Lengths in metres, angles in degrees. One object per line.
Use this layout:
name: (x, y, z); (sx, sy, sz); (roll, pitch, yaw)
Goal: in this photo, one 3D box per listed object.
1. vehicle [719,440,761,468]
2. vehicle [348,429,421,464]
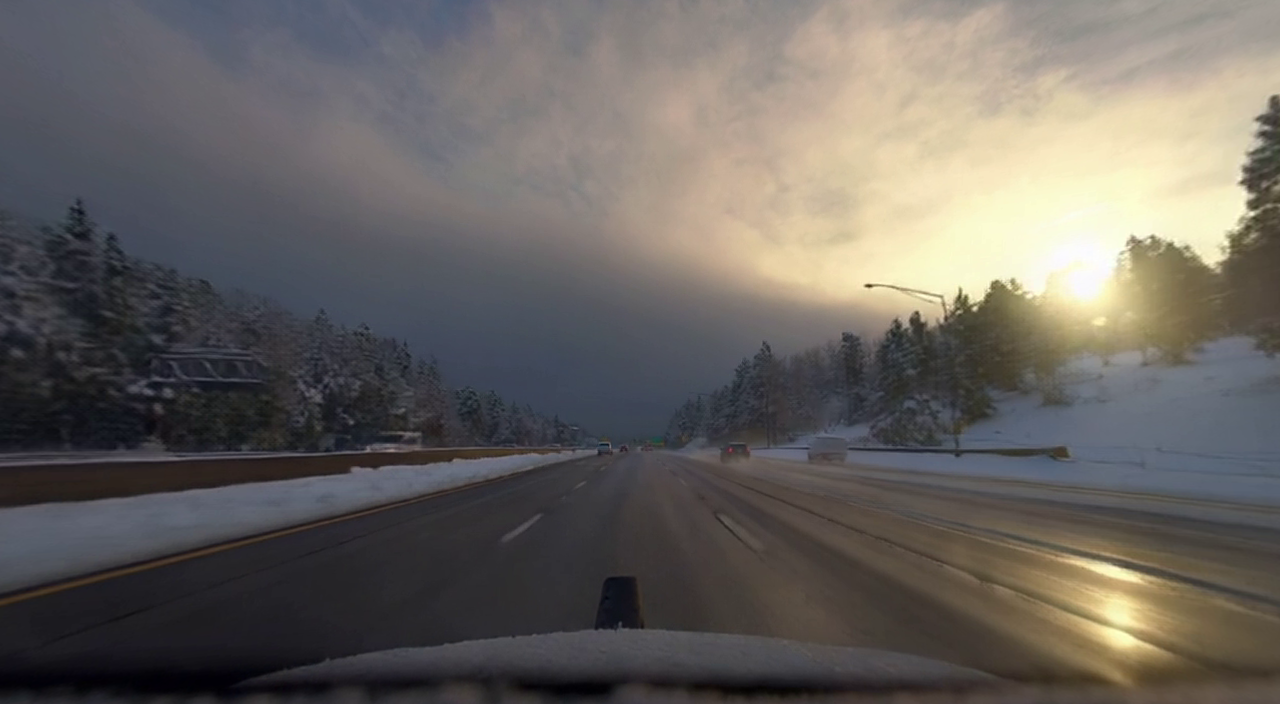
vehicle: (6.564, 6.746, 41.912); (2.081, 1.705, 3.926); (0, -9, -1)
vehicle: (-14.218, 5.296, 35.507); (2.072, 1.807, 4.698); (0, -9, 1)
